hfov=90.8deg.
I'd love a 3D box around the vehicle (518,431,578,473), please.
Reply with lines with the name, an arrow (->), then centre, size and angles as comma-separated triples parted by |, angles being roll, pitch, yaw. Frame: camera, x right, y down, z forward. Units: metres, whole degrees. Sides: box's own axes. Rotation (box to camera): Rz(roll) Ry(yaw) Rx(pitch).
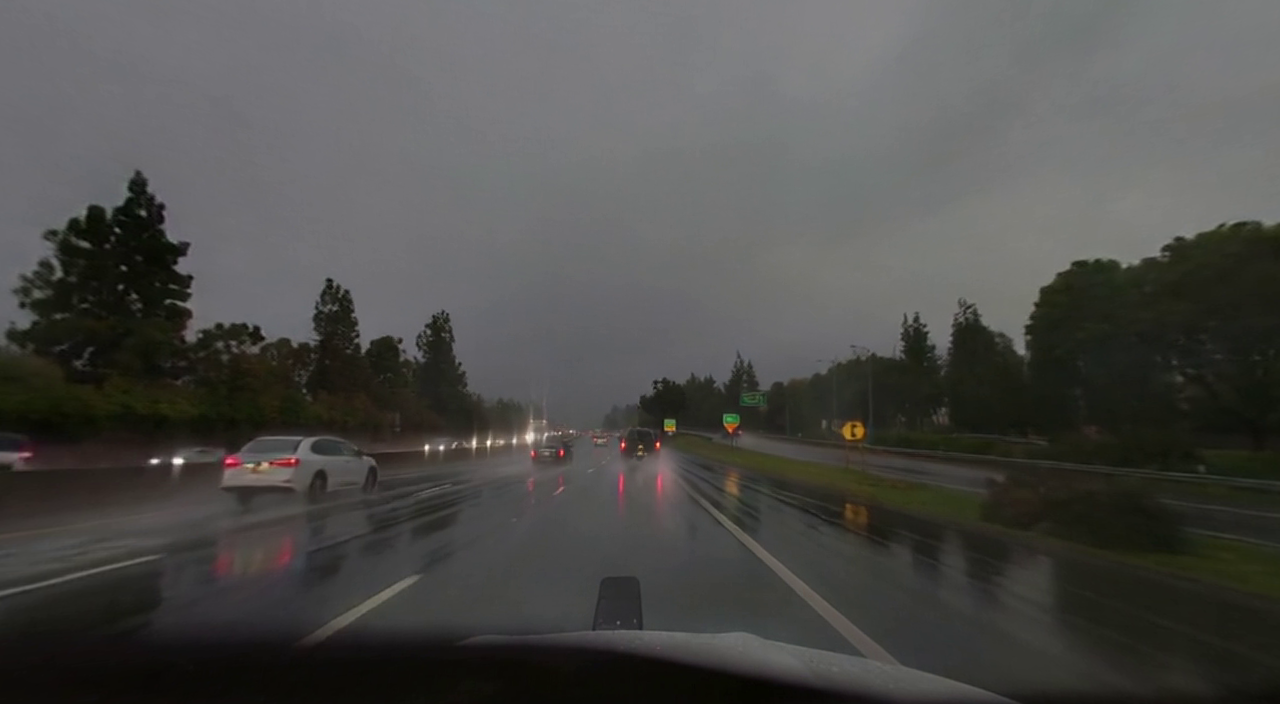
vehicle -> -4.075, 4.513, 28.665 | 2.044, 1.717, 4.421 | 0, -8, 0

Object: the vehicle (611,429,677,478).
vehicle -> 0.113, 4.014, 25.184 | 2.378, 1.750, 4.355 | 0, -8, -1

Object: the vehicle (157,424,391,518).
vehicle -> -7.433, 2.459, 13.601 | 2.195, 1.652, 4.733 | 0, -8, 0
